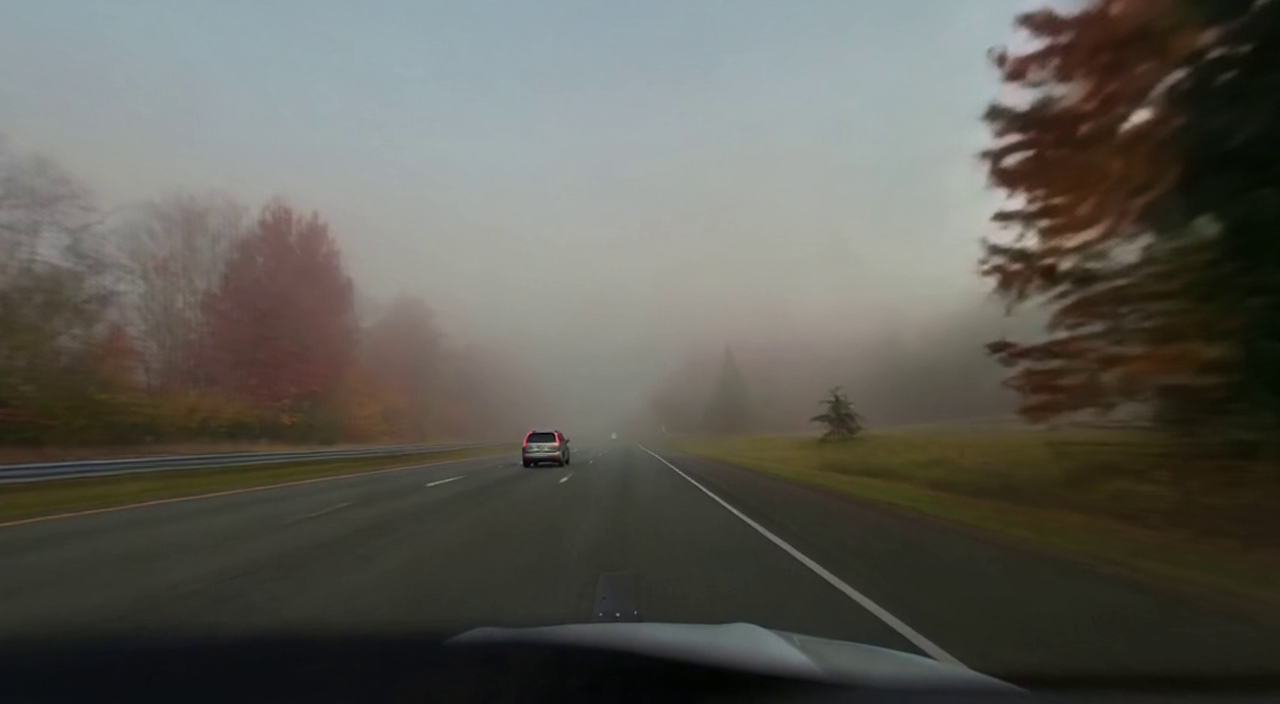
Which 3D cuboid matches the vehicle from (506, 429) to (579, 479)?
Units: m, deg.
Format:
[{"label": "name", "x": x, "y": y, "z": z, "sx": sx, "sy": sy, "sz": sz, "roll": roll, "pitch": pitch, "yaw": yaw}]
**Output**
[{"label": "vehicle", "x": -3.531, "y": 3.779, "z": 23.600, "sx": 2.057, "sy": 1.666, "sz": 4.552, "roll": 0, "pitch": -8, "yaw": -1}]
